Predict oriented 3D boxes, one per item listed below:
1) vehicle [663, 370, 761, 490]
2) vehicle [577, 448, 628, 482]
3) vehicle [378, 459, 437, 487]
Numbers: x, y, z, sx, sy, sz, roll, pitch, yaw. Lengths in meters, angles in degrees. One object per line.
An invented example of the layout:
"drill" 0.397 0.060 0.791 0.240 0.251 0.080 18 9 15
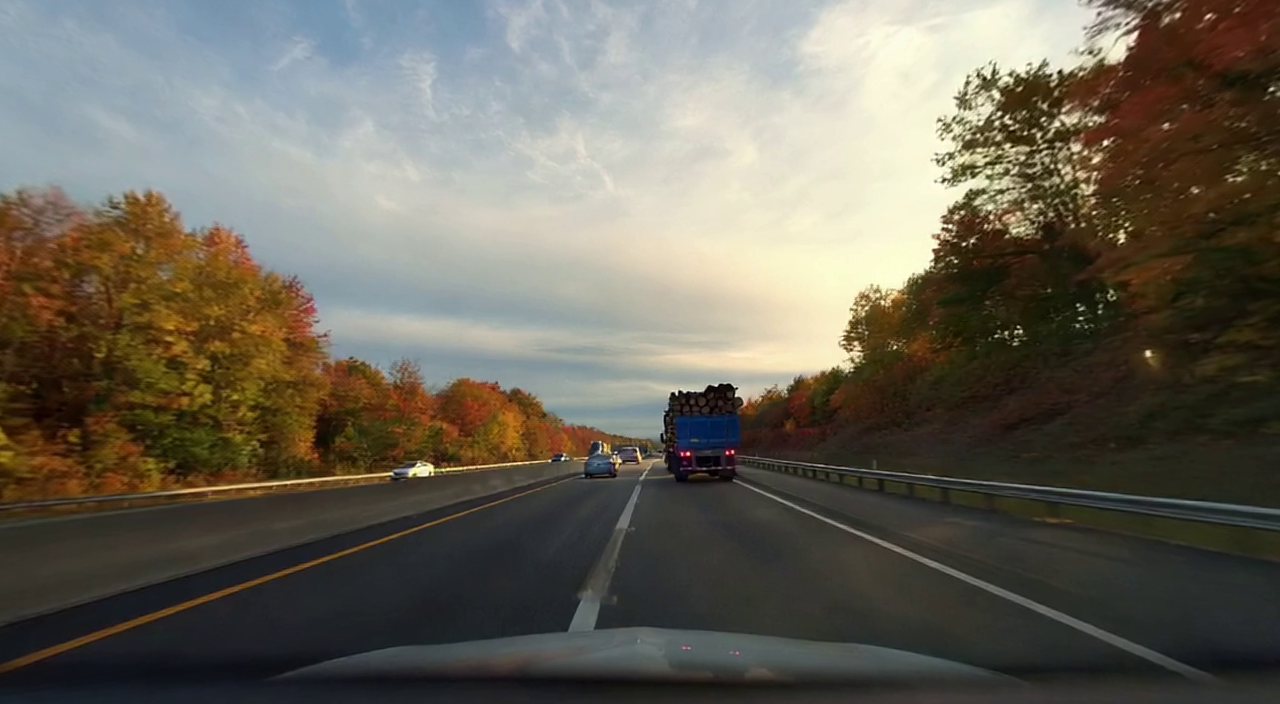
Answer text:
"vehicle" 2.501 3.217 24.918 3.004 3.923 8.363 -1 -9 1
"vehicle" -1.746 5.457 30.554 2.099 1.506 4.097 -1 -9 2
"vehicle" -14.018 7.334 38.071 1.845 1.502 4.115 -1 -9 2
